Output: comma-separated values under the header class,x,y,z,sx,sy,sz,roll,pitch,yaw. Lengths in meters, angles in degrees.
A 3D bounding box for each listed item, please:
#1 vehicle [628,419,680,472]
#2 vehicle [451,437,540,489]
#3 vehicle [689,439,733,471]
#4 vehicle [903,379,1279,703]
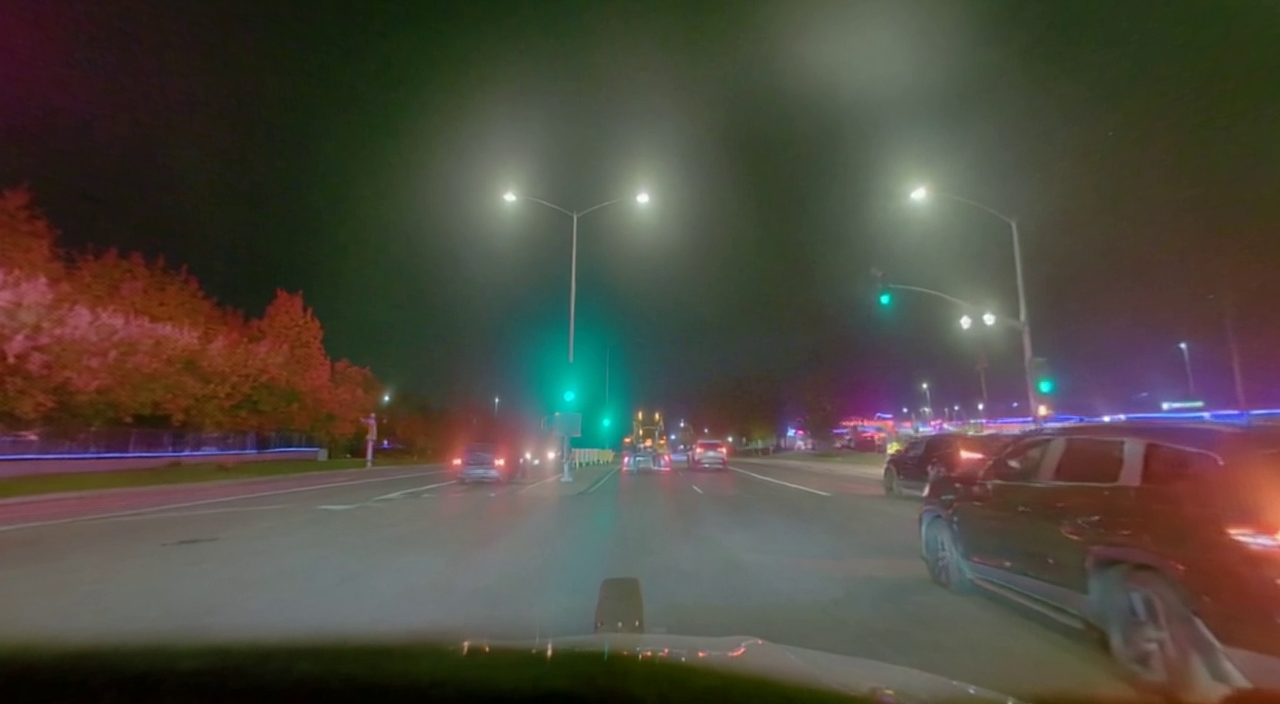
class,x,y,z,sx,sy,sz,roll,pitch,yaw
vehicle,0.663,4.854,32.931,2.370,2.518,3.858,-1,-7,-3
vehicle,-4.633,3.610,20.916,2.001,1.518,4.316,0,-8,-1
vehicle,4.072,5.942,36.720,2.025,1.754,4.311,0,-8,-1
vehicle,3.602,1.156,4.151,2.025,1.618,3.949,0,-8,0
